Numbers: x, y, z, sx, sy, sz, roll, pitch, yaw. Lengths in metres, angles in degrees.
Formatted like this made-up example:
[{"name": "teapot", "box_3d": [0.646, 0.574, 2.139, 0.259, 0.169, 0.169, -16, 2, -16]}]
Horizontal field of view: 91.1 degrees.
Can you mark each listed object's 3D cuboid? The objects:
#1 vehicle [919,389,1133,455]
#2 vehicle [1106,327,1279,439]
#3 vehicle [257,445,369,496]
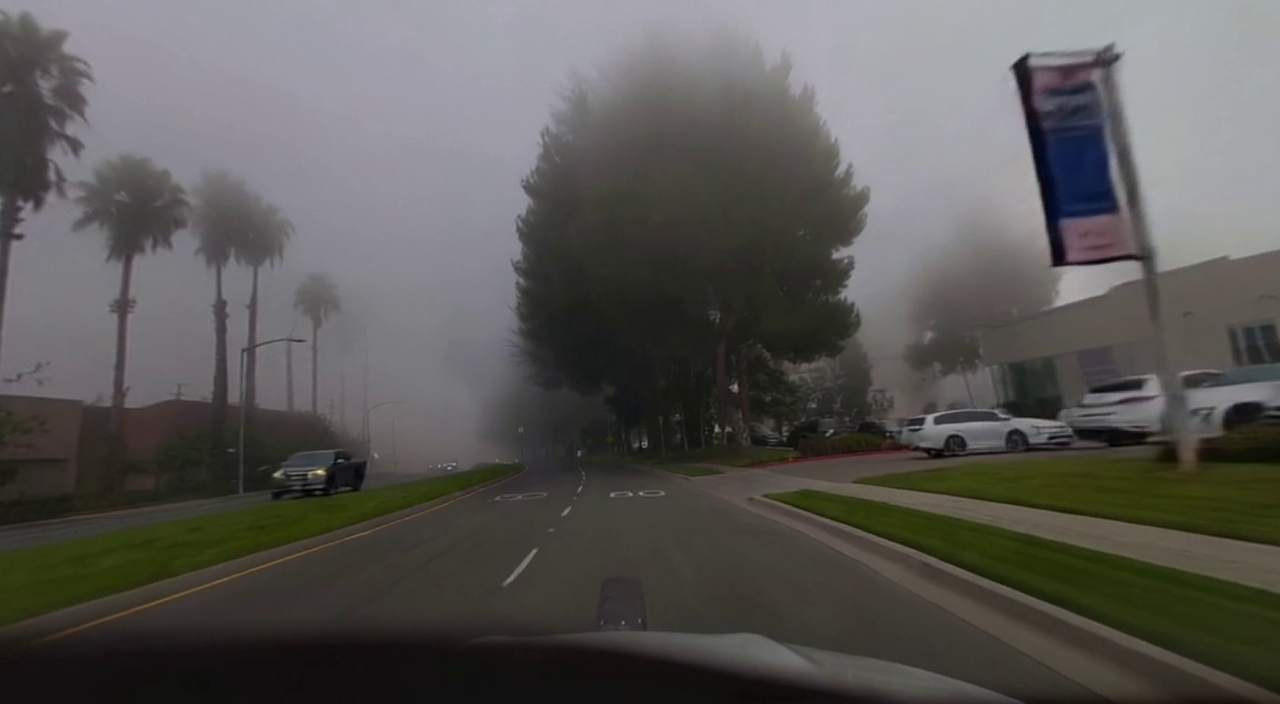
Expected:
[{"name": "vehicle", "box_3d": [10.387, 1.949, 17.197, 4.423, 1.662, 2.097, 0, -9, 0]}, {"name": "vehicle", "box_3d": [10.808, 0.608, 10.562, 4.142, 1.669, 2.194, 0, -9, 0]}, {"name": "vehicle", "box_3d": [-13.744, 4.954, 26.808, 2.239, 1.955, 5.017, 0, -9, -3]}]
